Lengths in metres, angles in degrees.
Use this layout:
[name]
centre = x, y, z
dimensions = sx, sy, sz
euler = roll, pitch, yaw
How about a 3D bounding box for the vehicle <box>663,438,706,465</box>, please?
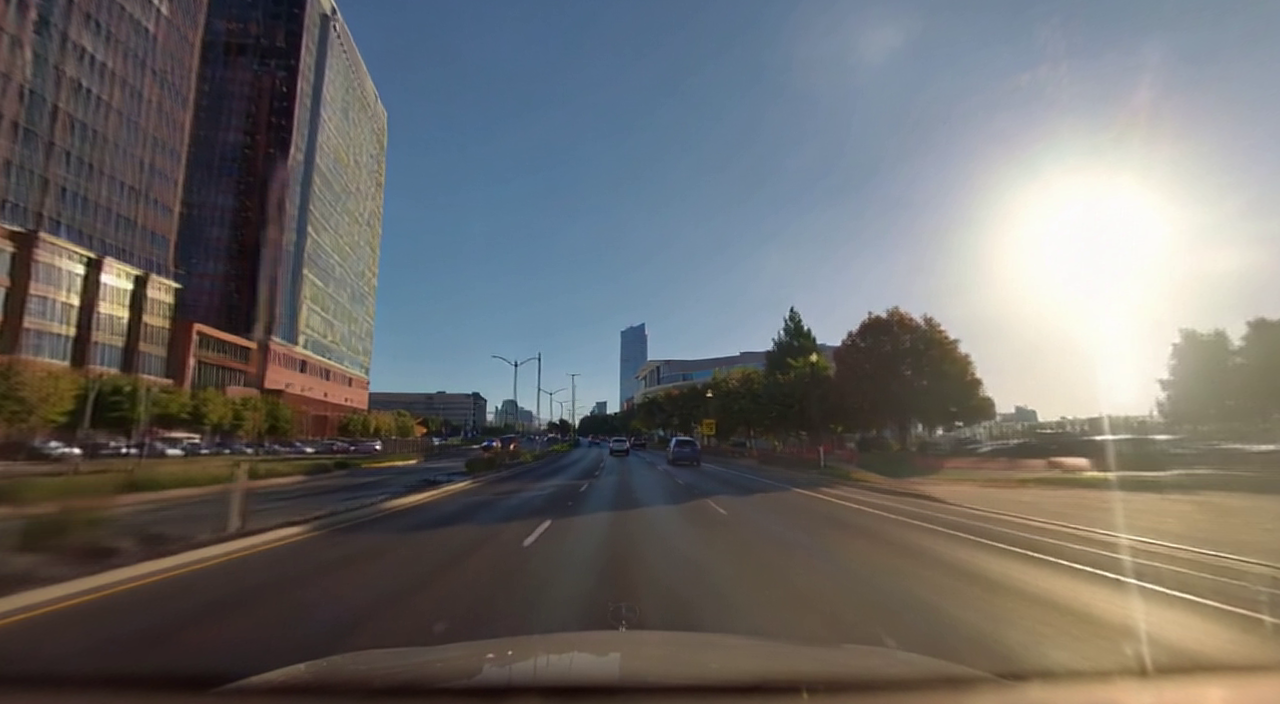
[vehicle]
centre = 2.644, 6.025, 38.500
dimensions = 2.090, 1.506, 4.382
euler = 0, -8, -3
